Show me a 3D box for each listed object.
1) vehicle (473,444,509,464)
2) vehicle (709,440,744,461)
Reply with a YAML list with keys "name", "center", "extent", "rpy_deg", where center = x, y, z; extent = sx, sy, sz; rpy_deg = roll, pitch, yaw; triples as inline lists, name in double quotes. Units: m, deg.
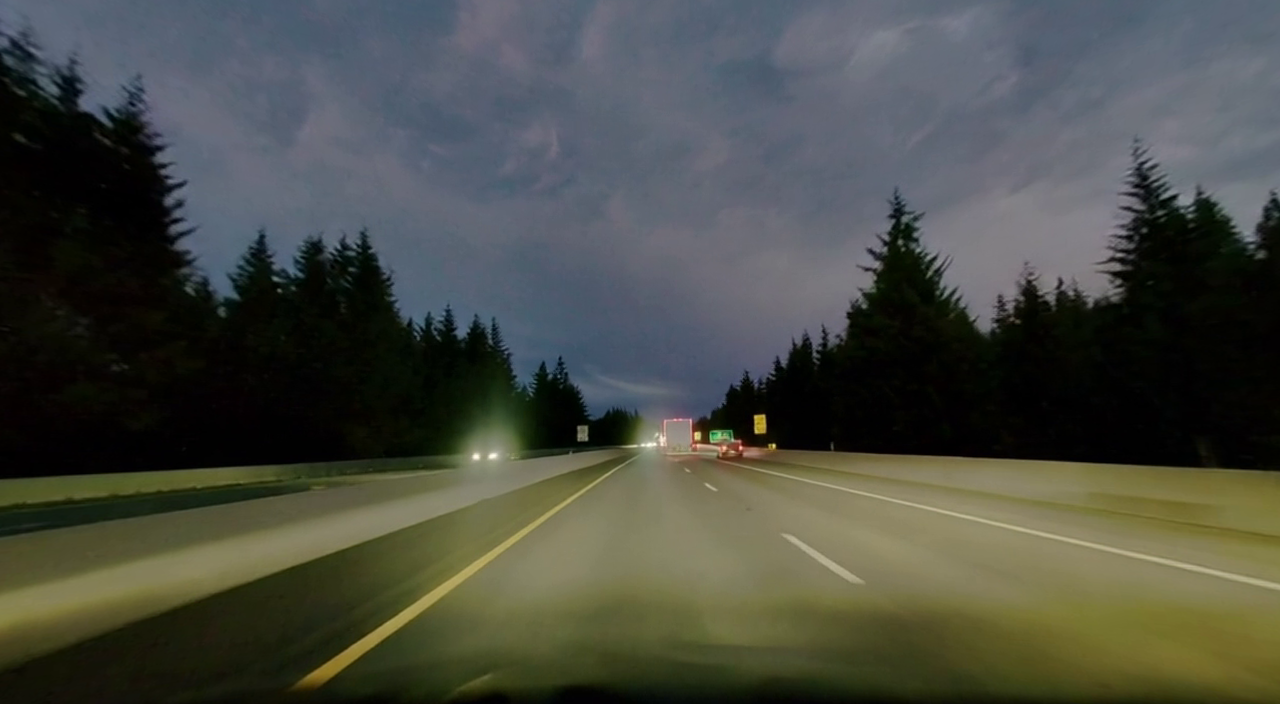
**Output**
- name: "vehicle"
  center: [-11.321, 7.745, 48.043]
  extent: [1.781, 1.462, 3.694]
  rpy_deg: [0, -8, 1]
- name: "vehicle"
  center: [6.283, 7.203, 46.107]
  extent: [2.007, 1.470, 4.040]
  rpy_deg: [0, -8, 1]
